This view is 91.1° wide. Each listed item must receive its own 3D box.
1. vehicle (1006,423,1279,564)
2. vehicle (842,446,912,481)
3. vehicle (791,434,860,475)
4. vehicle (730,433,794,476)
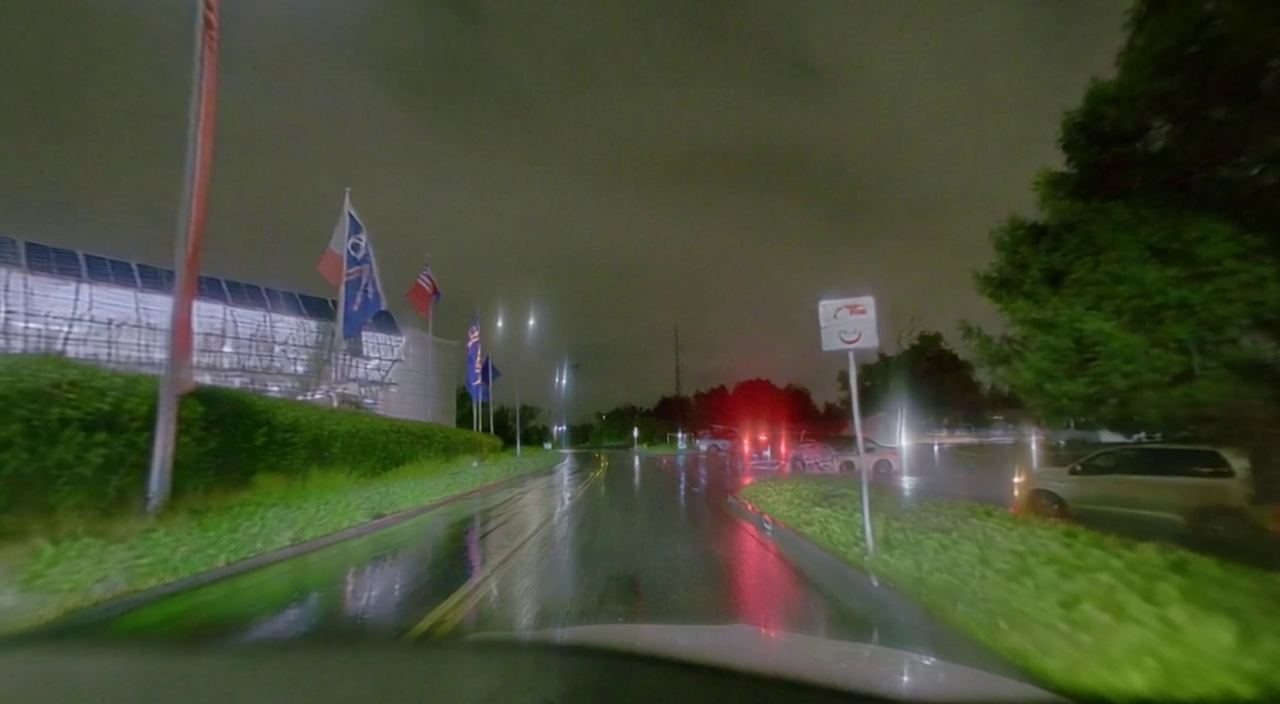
[{"bbox_3d":[9.182,2.333,11.194,2.113,1.945,4.546,1,-9,-8],"label":"vehicle"},{"bbox_3d":[10.992,5.159,29.445,1.819,1.494,3.834,-1,-9,1],"label":"vehicle"},{"bbox_3d":[8.482,4.716,29.179,1.924,1.713,4.627,-1,-9,2],"label":"vehicle"},{"bbox_3d":[5.698,4.847,29.872,1.977,1.860,4.237,0,-9,-2],"label":"vehicle"}]
